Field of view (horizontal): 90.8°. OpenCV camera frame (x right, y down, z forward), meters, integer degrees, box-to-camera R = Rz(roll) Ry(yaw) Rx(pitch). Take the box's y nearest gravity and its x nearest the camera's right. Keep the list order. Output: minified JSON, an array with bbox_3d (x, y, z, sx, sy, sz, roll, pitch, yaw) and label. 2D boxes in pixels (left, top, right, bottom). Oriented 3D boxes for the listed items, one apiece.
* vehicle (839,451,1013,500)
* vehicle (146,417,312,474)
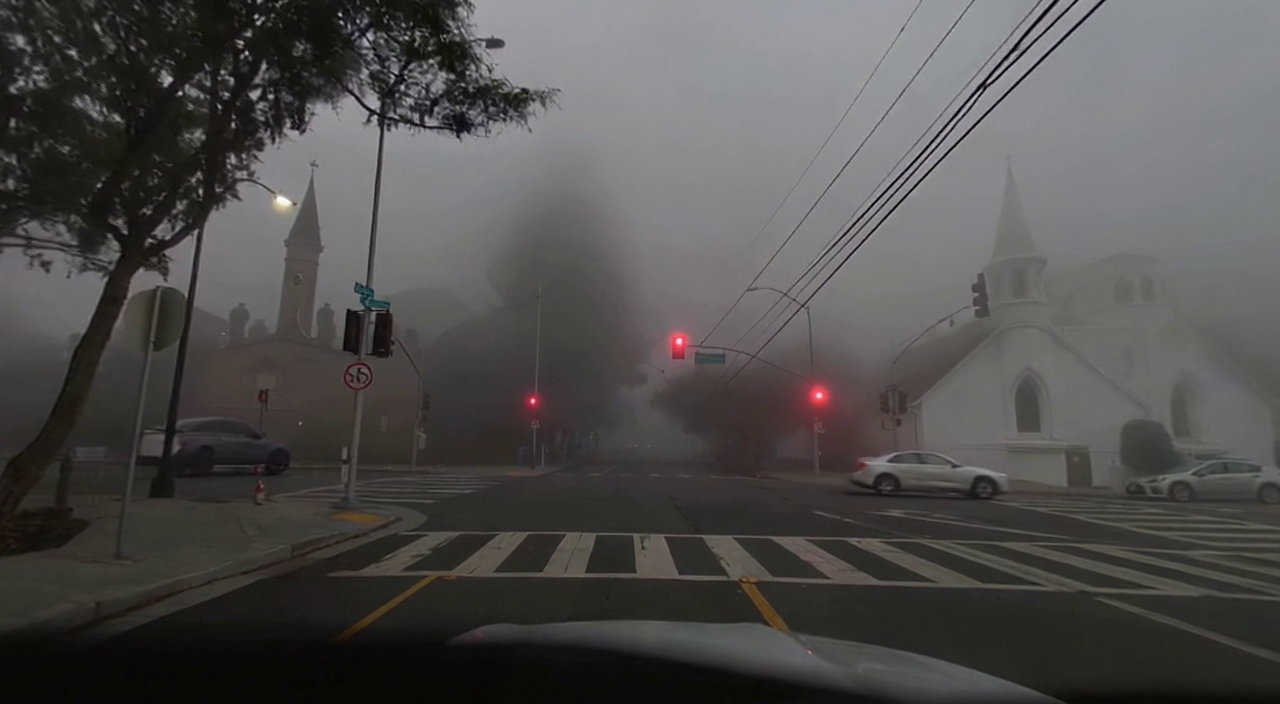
[{"bbox_3d":[9.231,4.011,20.741,4.718,1.497,2.032,0,-9,3],"label":"vehicle"},{"bbox_3d":[-14.408,3.303,22.366,4.372,1.892,2.002,0,-9,-2],"label":"vehicle"}]
